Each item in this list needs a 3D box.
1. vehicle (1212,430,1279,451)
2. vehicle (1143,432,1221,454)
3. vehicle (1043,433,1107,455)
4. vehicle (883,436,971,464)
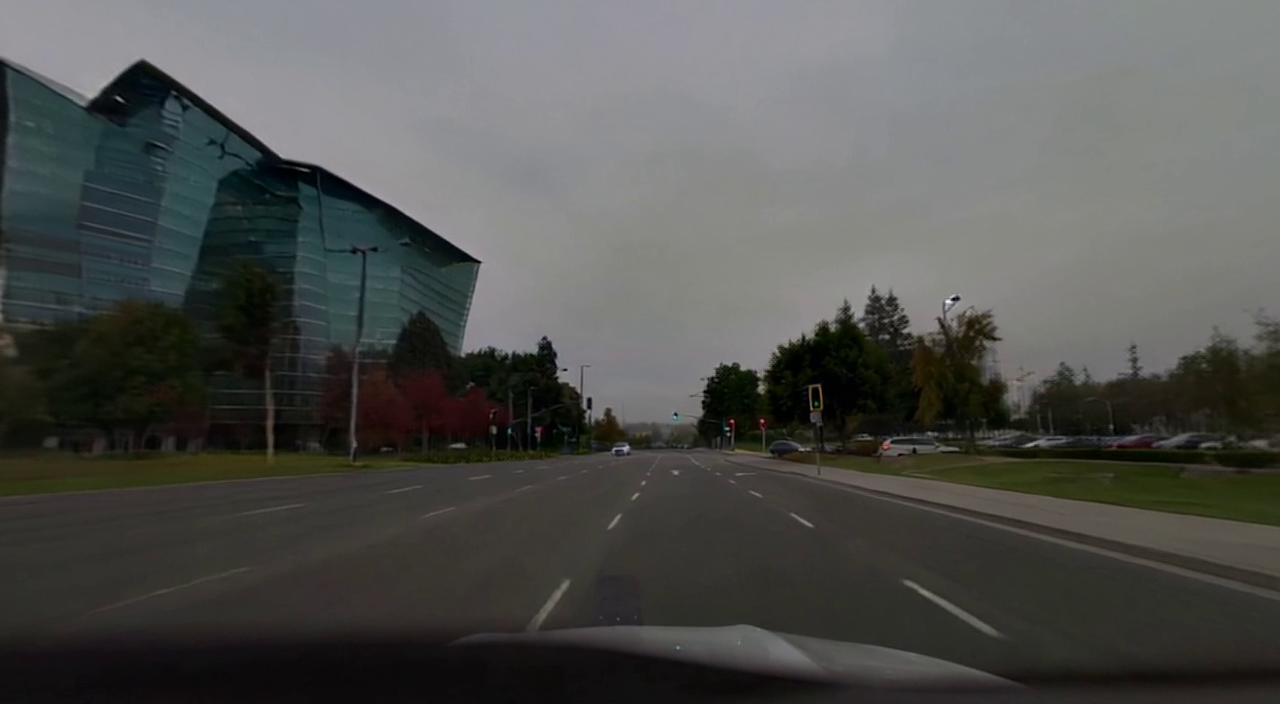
[{"bbox_3d":[43.354,6.295,44.813,1.758,1.451,4.282,0,-8,2],"label":"vehicle"},{"bbox_3d":[38.456,6.475,45.026,1.828,1.452,4.242,0,-8,1],"label":"vehicle"},{"bbox_3d":[30.755,6.517,44.887,1.805,1.466,4.236,-1,-8,4],"label":"vehicle"},{"bbox_3d":[15.611,5.338,34.605,3.991,1.437,1.679,0,-8,3],"label":"vehicle"}]
